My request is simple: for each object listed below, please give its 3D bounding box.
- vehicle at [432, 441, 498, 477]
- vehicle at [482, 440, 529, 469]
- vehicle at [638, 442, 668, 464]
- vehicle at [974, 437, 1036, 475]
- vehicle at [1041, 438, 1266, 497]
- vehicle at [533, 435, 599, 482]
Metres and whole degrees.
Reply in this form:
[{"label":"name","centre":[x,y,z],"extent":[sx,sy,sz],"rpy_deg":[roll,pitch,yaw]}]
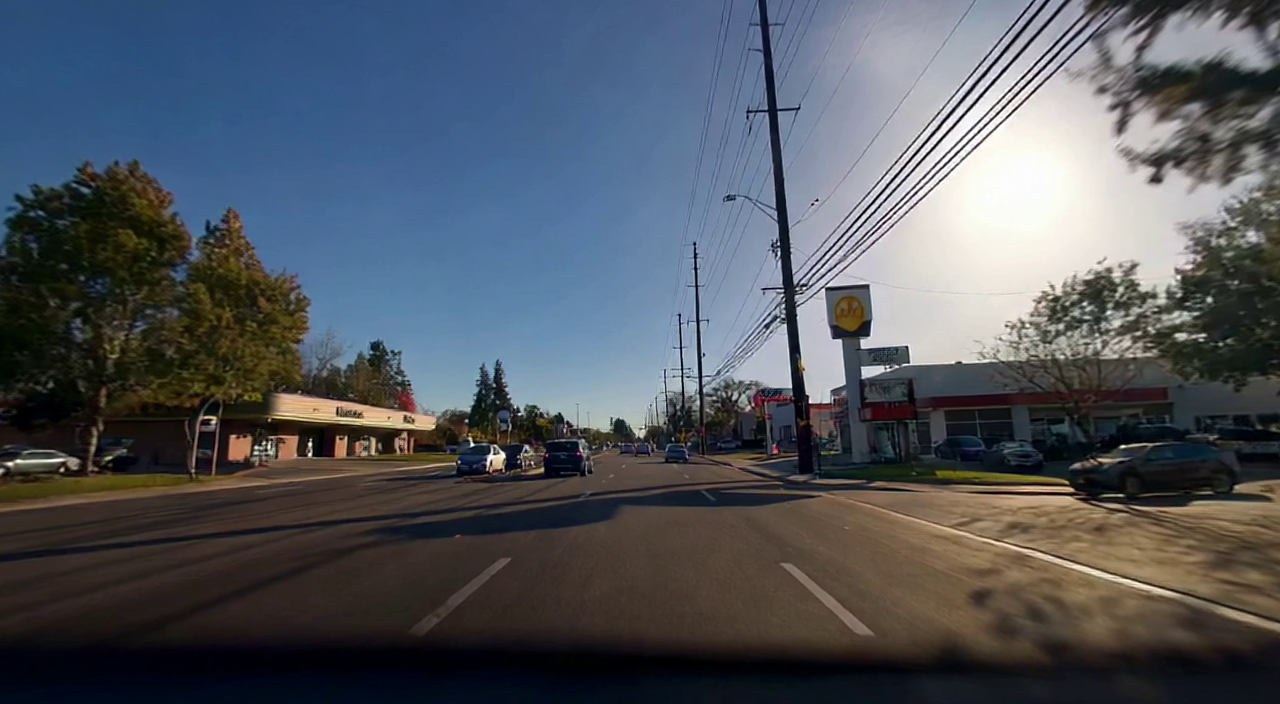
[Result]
[{"label":"vehicle","centre":[-7.751,4.779,28.324],"extent":[1.760,1.487,3.890],"rpy_deg":[0,-9,1]},{"label":"vehicle","centre":[-7.843,6.029,37.153],"extent":[1.795,1.607,4.059],"rpy_deg":[0,-9,1]},{"label":"vehicle","centre":[0.919,7.111,44.323],"extent":[1.978,1.455,4.195],"rpy_deg":[0,-9,2]},{"label":"vehicle","centre":[16.594,4.659,28.498],"extent":[2.080,1.530,5.079],"rpy_deg":[-5,-10,32]},{"label":"vehicle","centre":[14.162,3.165,17.558],"extent":[4.710,1.497,2.116],"rpy_deg":[1,-9,-9]},{"label":"vehicle","centre":[-2.783,4.124,24.710],"extent":[2.047,1.664,4.148],"rpy_deg":[0,-9,1]}]
